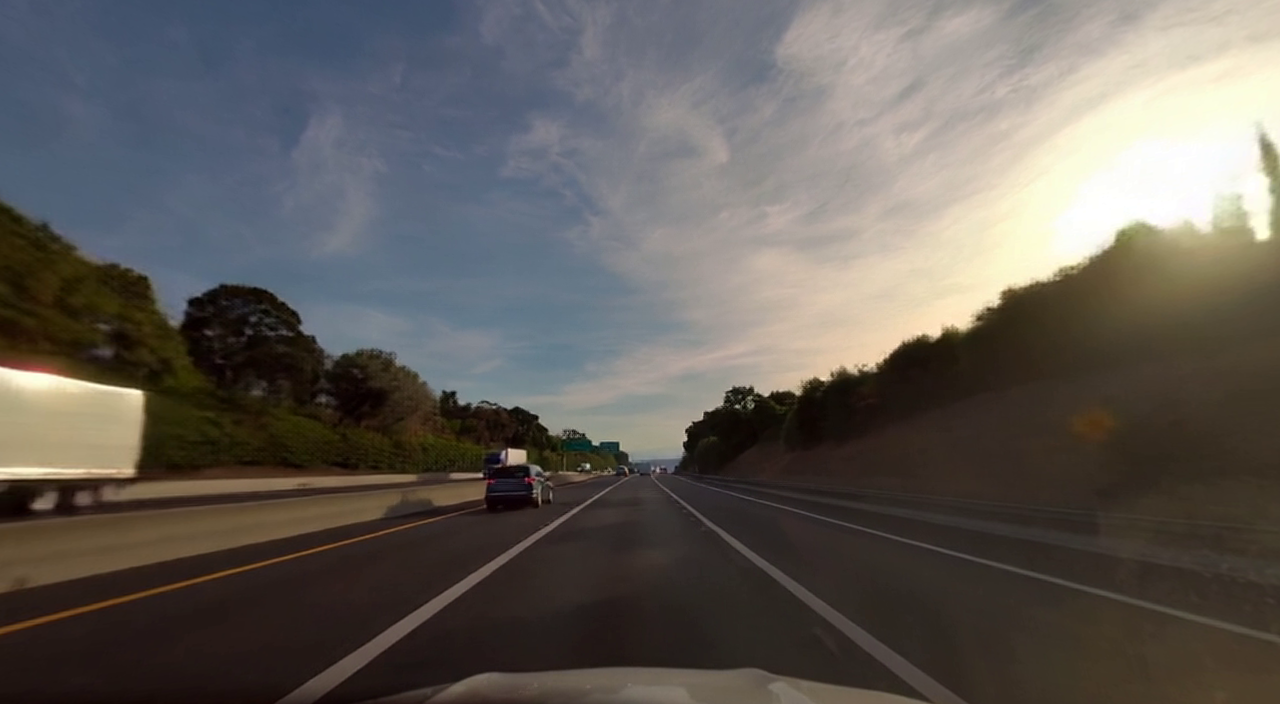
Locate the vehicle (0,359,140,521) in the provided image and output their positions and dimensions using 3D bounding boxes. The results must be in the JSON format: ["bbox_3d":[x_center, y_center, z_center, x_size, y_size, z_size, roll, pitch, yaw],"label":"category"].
[{"bbox_3d":[-17.528,2.209,15.951,2.820,4.017,8.039,1,-11,0],"label":"vehicle"}]

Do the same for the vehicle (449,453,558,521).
[{"bbox_3d":[-3.796,3.887,18.489,2.053,1.657,4.725,1,-11,1],"label":"vehicle"}]
